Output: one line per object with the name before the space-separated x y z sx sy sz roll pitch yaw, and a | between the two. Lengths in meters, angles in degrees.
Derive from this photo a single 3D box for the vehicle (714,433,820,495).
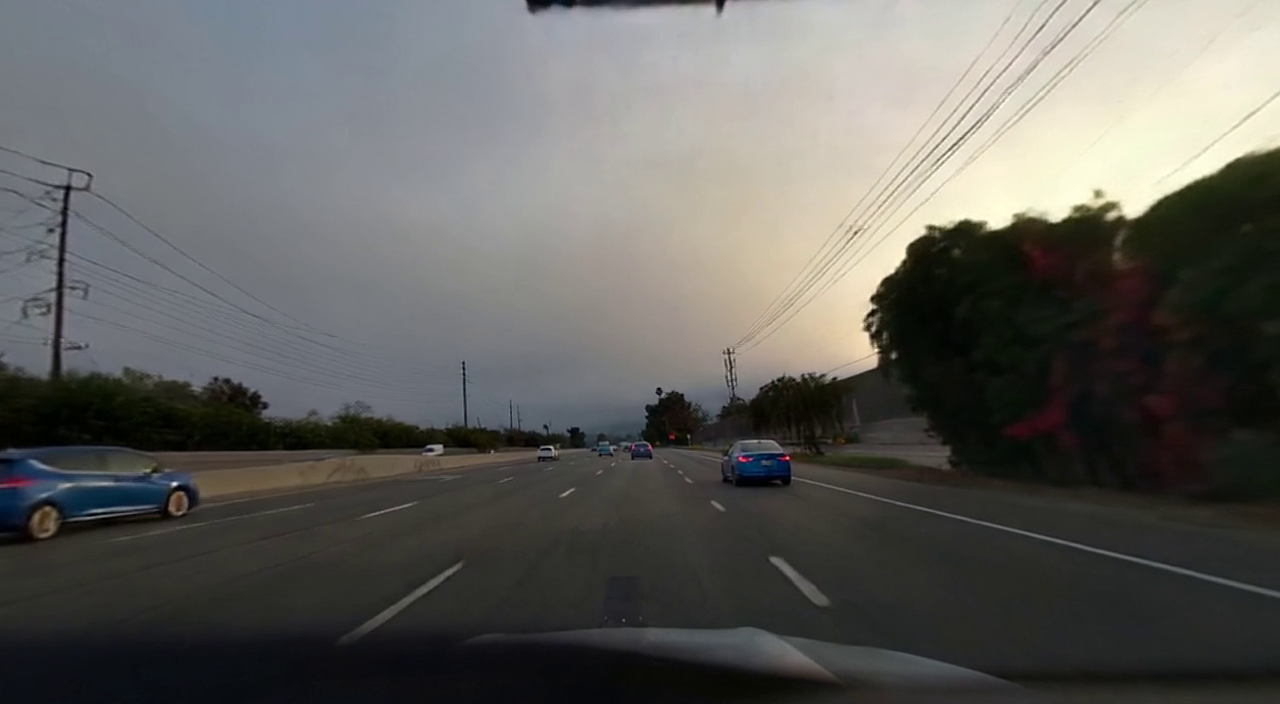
vehicle | 3.449 3.144 18.063 2.060 1.526 4.387 0 -8 -1

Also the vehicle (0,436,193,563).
vehicle | -10.339 2.380 10.419 2.241 1.810 4.966 -3 -8 1

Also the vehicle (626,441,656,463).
vehicle | 0.089 7.112 45.136 2.036 1.474 3.969 0 -8 1
